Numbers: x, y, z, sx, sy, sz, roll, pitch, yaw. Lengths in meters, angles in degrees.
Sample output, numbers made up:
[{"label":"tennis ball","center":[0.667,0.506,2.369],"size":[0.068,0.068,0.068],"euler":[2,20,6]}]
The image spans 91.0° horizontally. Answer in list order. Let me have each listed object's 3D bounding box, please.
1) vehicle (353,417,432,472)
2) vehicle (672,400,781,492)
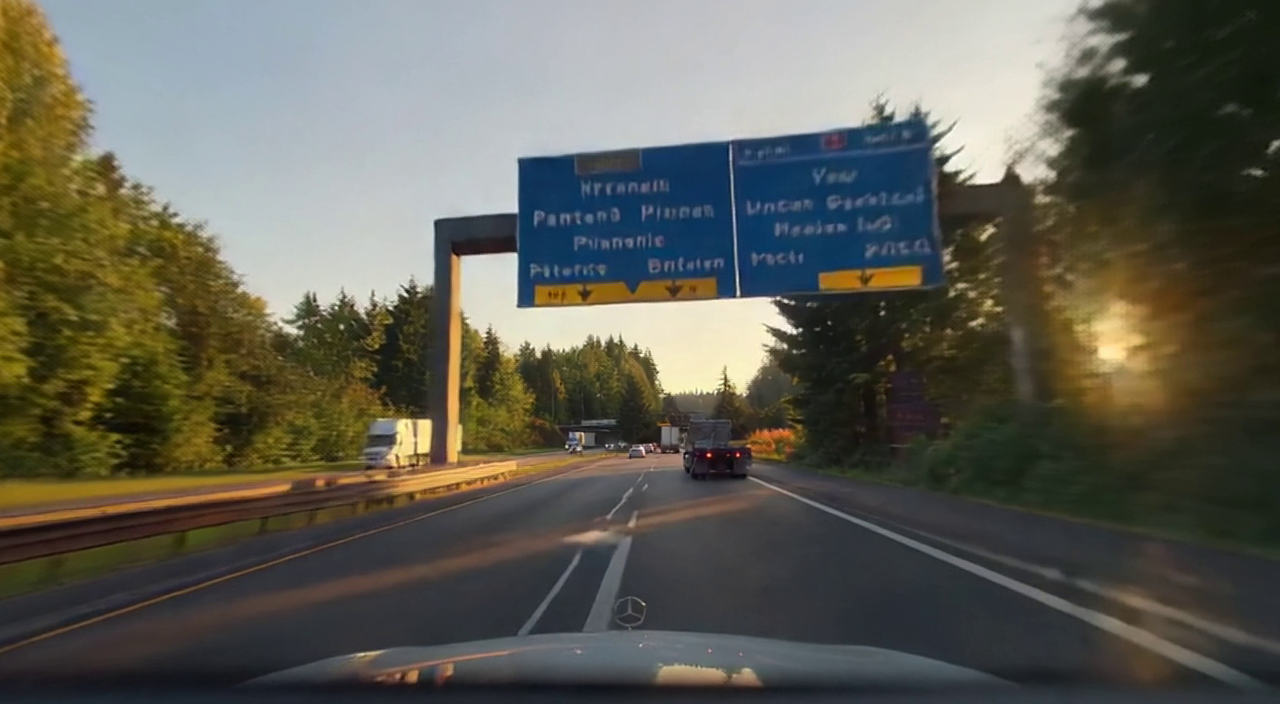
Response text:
[{"label":"vehicle","center":[-17.160,6.471,44.102],"size":[2.867,3.506,5.874],"euler":[0,-8,2]},{"label":"vehicle","center":[2.489,2.976,20.127],"size":[2.677,2.439,6.402],"euler":[0,-8,1]}]
